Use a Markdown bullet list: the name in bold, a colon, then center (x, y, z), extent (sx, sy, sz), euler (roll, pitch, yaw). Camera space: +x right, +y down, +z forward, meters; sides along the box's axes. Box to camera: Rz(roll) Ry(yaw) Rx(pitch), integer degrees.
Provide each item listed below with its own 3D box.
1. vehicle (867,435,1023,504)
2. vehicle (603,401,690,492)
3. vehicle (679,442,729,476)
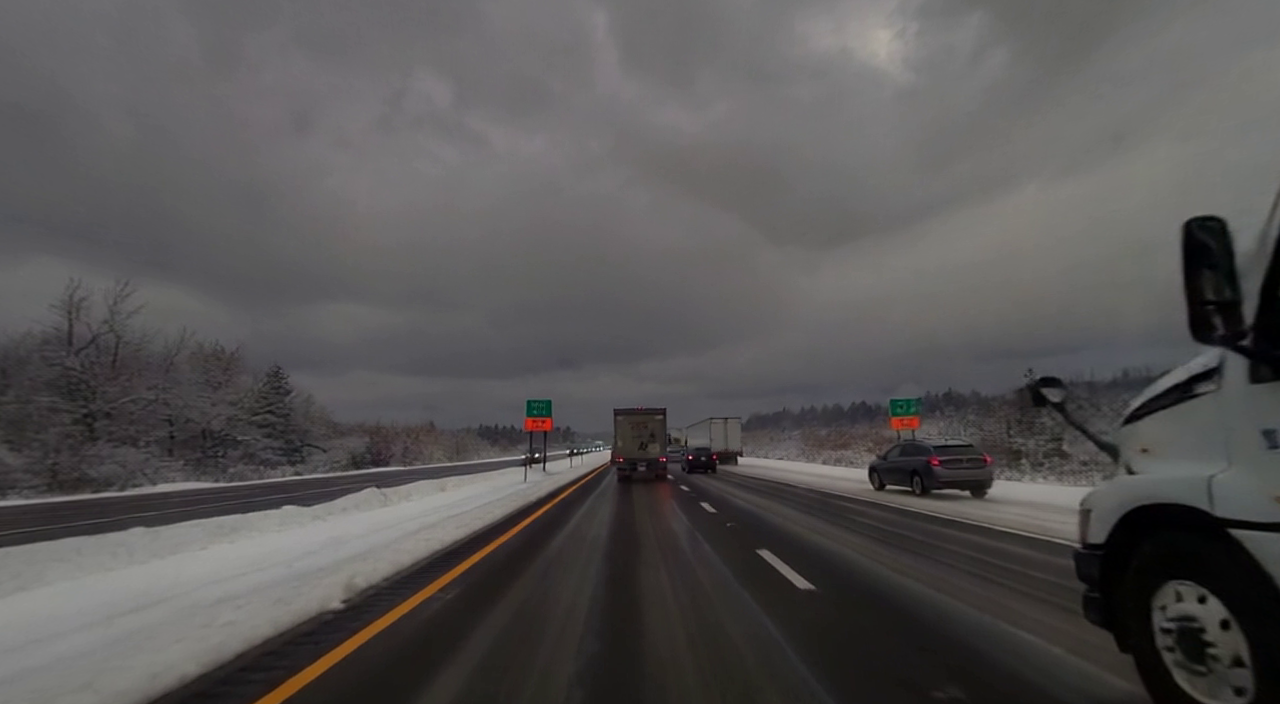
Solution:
- **vehicle**: center (7.548, 2.937, 16.022), extent (1.988, 1.534, 3.763), euler (0, -9, -2)
- **vehicle**: center (0.424, 3.353, 22.244), extent (2.506, 2.743, 6.093), euler (-1, -9, 6)
- **vehicle**: center (3.257, 5.529, 32.557), extent (2.127, 1.642, 3.899), euler (0, -9, -1)
